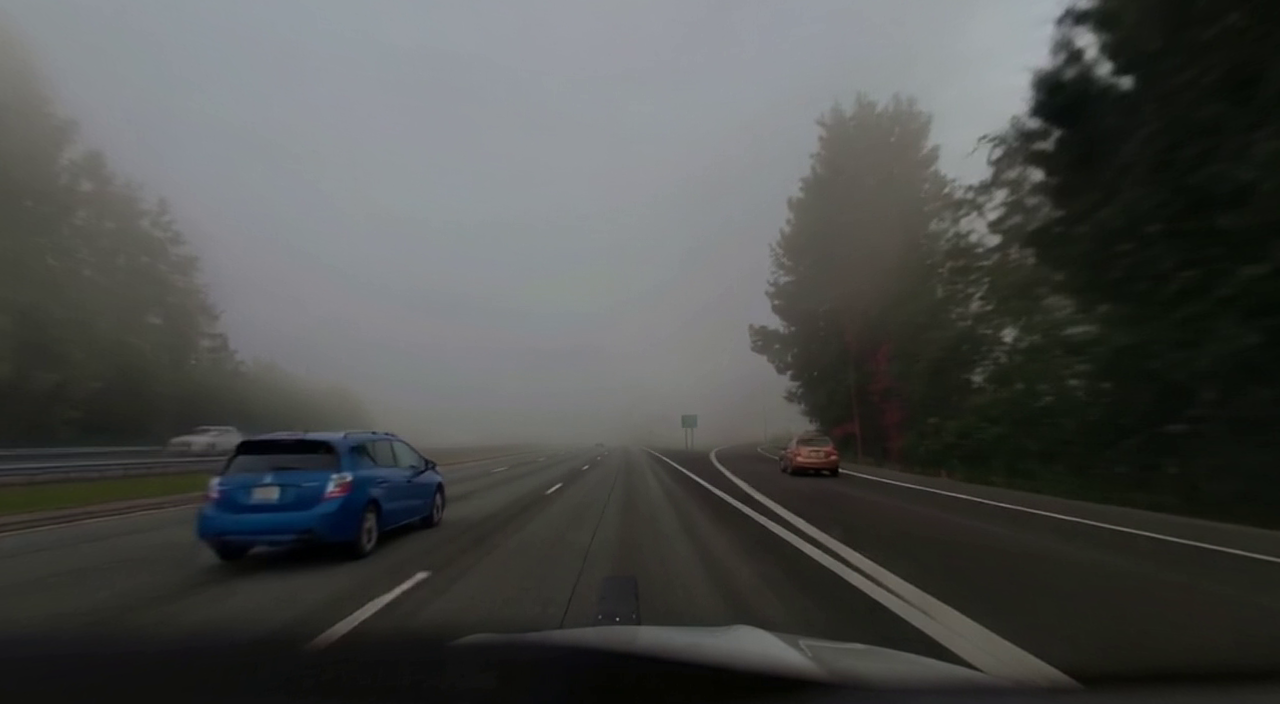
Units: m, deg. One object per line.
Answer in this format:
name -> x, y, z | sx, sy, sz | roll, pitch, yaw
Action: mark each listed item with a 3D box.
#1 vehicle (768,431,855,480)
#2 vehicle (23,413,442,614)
vehicle -> 6.257, 3.809, 23.578 | 2.084, 1.614, 4.762 | -1, -8, 2
vehicle -> -3.858, 1.547, 7.018 | 2.008, 1.567, 3.959 | 0, -8, 0
